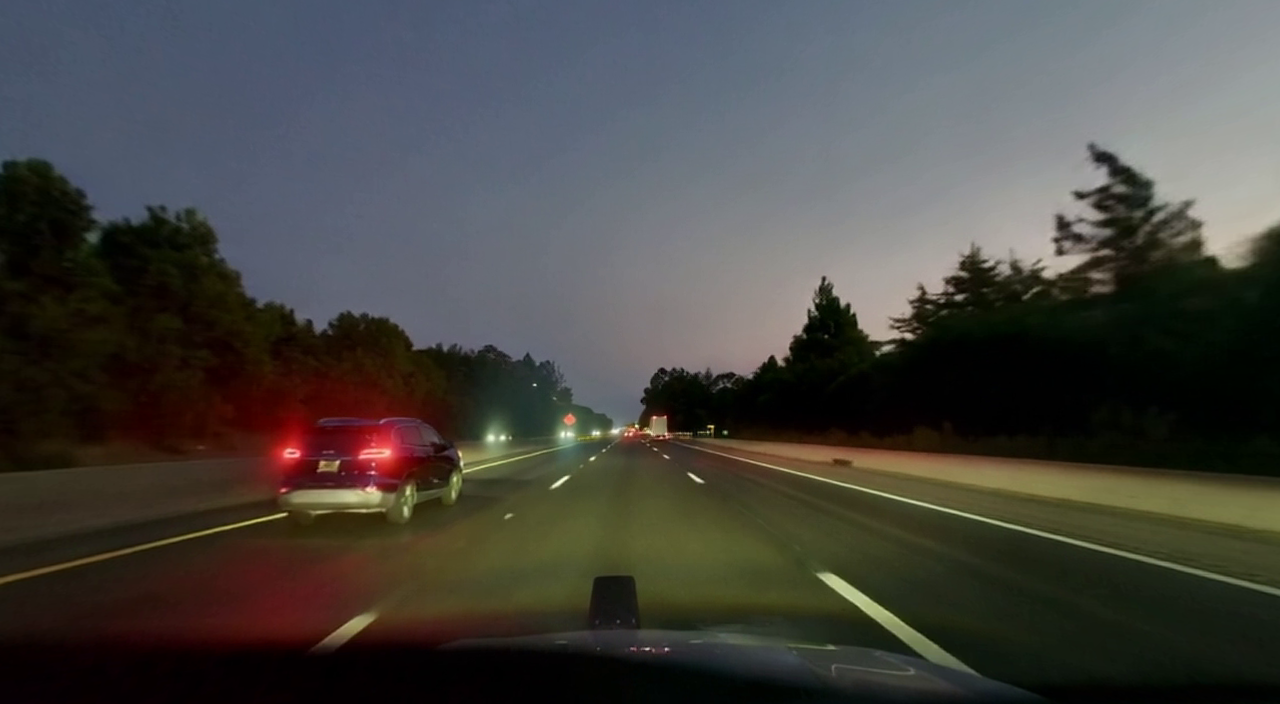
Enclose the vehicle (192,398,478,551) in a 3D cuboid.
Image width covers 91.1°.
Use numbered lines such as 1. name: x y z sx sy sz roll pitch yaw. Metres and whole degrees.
1. vehicle: -3.769 1.570 8.722 2.000 1.620 3.929 0 -8 0
